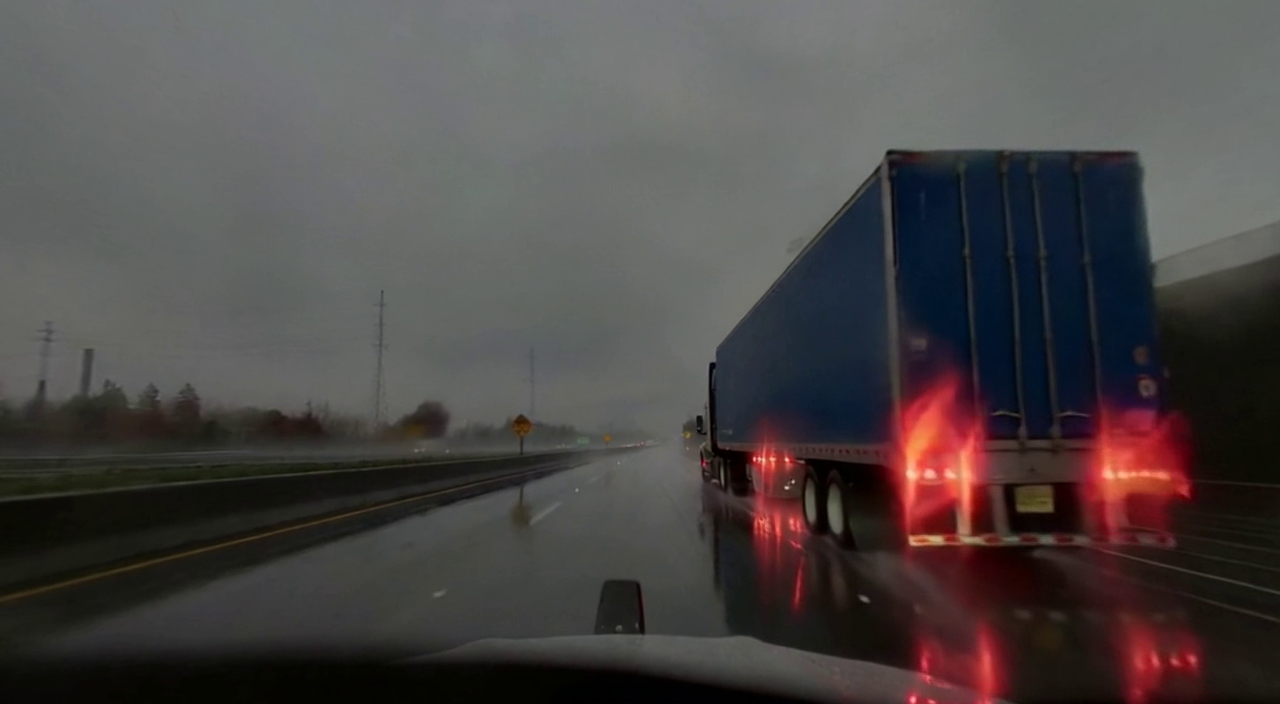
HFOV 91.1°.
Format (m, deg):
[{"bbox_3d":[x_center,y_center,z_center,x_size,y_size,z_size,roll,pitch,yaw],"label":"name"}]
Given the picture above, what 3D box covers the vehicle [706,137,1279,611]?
[{"bbox_3d":[3.806,1.192,12.503,3.244,4.020,14.561,0,-9,-1],"label":"vehicle"}]
